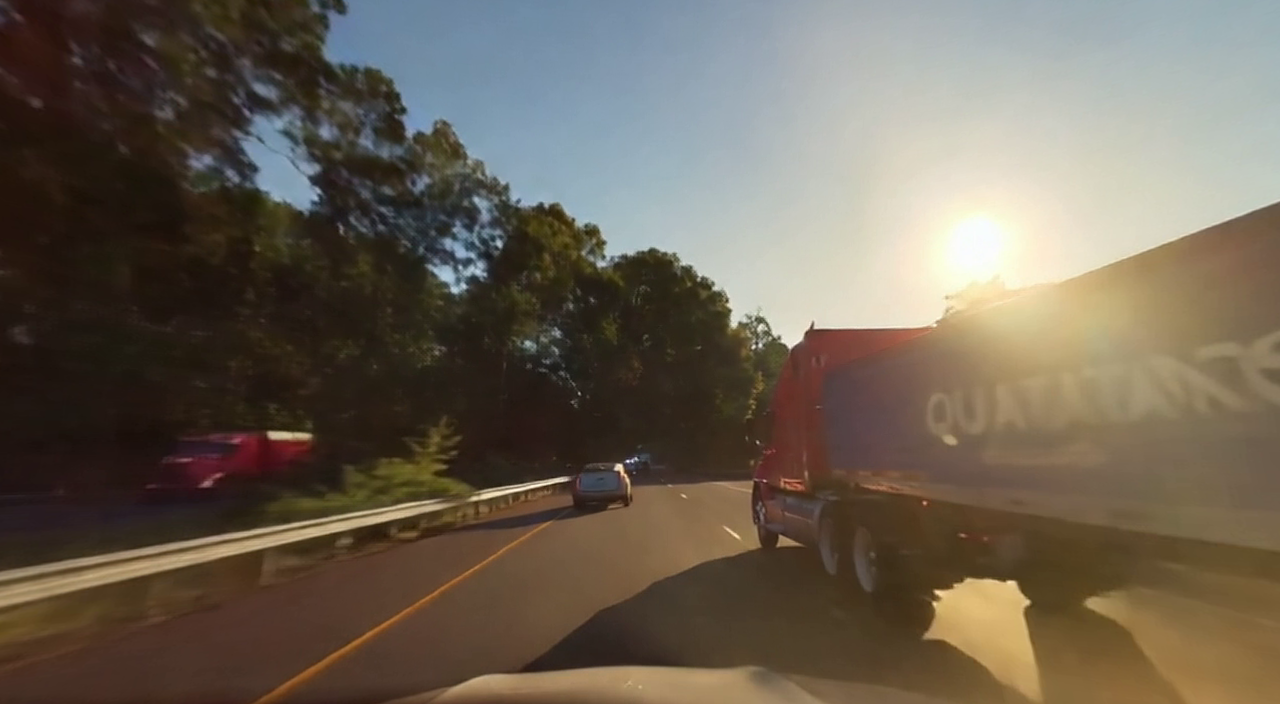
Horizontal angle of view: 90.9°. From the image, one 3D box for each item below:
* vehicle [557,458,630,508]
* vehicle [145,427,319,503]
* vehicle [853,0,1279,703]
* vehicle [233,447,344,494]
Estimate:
[{"bbox_3d":[-1.383,4.153,20.249,2.032,1.407,3.641,0,-10,1],"label":"vehicle"},{"bbox_3d":[-20.494,5.830,32.625,2.862,3.296,8.901,0,-10,1],"label":"vehicle"},{"bbox_3d":[3.866,-0.316,1.375,2.871,4.032,10.642,1,-10,-1],"label":"vehicle"},{"bbox_3d":[-15.831,5.393,28.791,2.090,1.914,5.099,1,-10,0],"label":"vehicle"}]
